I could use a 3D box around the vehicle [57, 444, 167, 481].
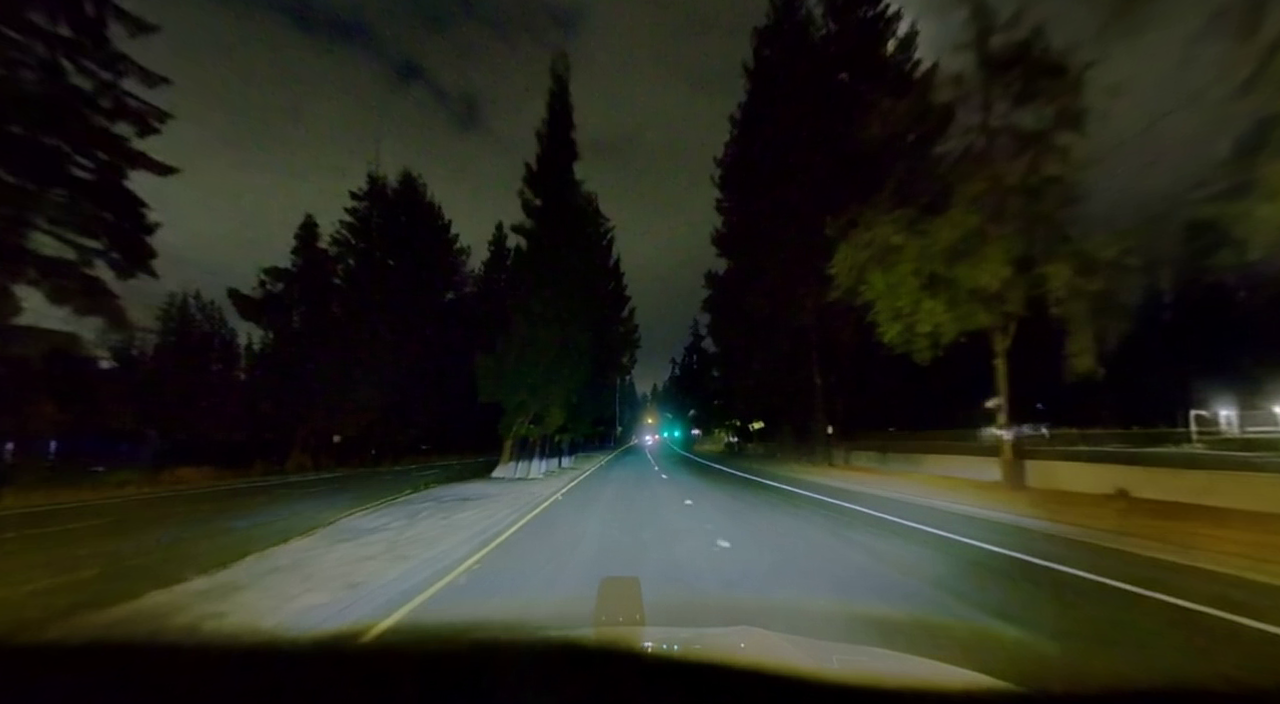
[{"bbox_3d":[-27.646,5.792,33.164,4.168,1.509,2.053,-4,-5,4],"label":"vehicle"}]
